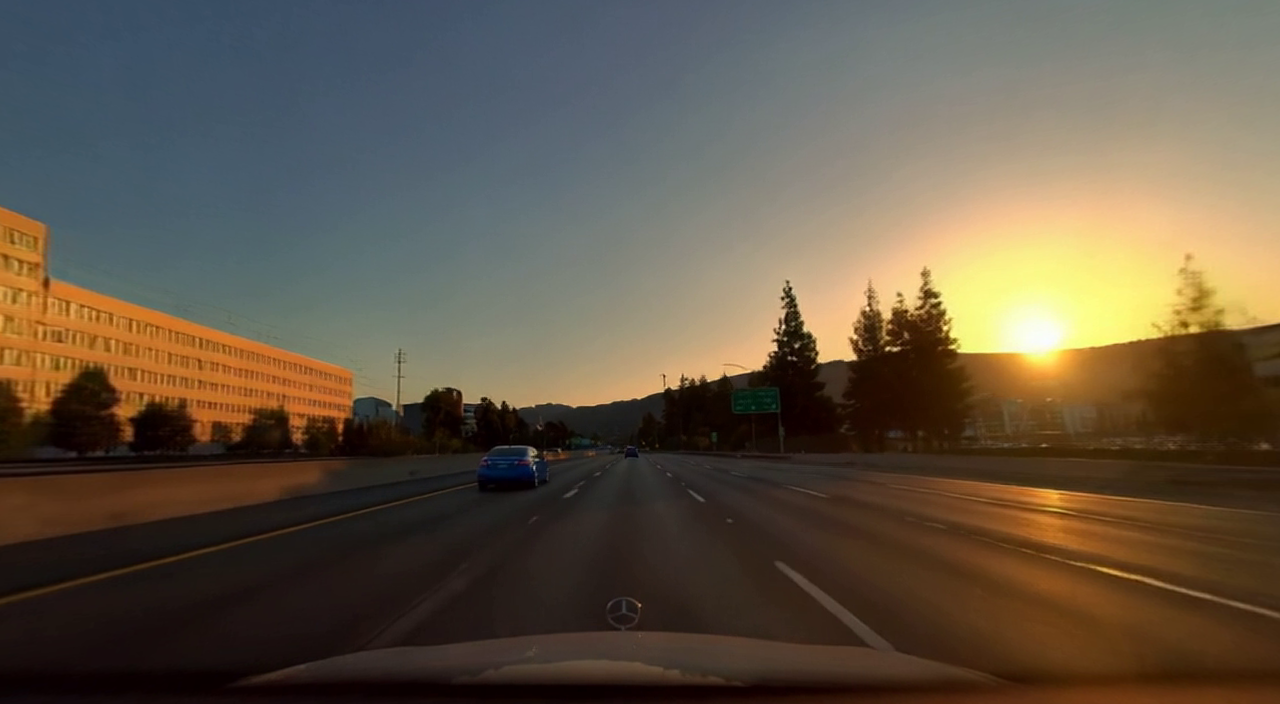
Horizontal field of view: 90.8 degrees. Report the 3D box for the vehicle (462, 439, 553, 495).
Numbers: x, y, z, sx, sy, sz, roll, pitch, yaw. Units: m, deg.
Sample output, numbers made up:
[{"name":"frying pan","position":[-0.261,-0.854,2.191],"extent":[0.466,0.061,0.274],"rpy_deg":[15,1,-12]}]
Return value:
[{"name":"vehicle","position":[-3.959,3.511,19.700],"extent":[1.900,1.492,4.495],"rpy_deg":[0,-9,0]}]
